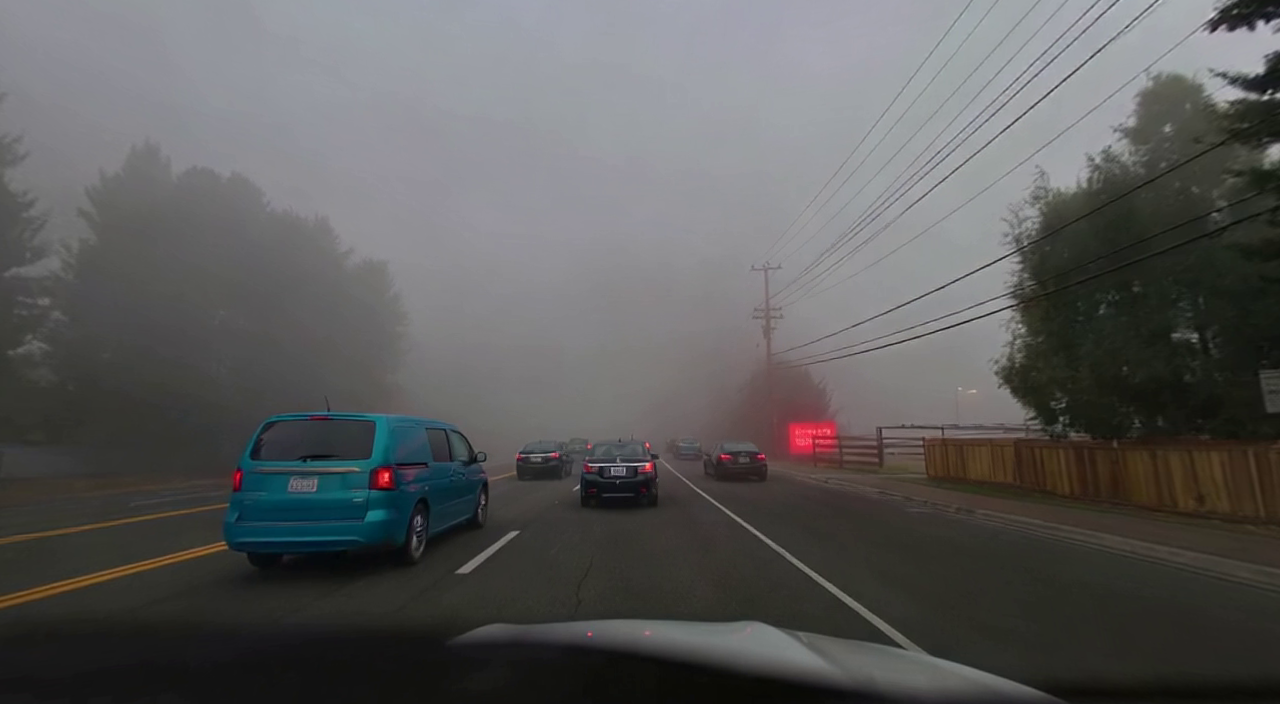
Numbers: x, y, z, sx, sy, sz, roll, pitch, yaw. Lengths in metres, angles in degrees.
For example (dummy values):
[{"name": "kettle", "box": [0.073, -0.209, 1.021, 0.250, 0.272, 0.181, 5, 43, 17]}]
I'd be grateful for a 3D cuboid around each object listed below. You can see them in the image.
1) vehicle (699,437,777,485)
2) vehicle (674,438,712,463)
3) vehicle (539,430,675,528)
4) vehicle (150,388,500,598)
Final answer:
[{"name": "vehicle", "box": [3.273, 3.750, 22.008, 1.878, 1.479, 4.461, 0, -9, -1]}, {"name": "vehicle", "box": [3.230, 6.152, 39.514, 1.841, 1.456, 4.237, 0, -9, -2]}, {"name": "vehicle", "box": [-0.559, 2.262, 11.767, 2.097, 1.511, 3.809, 0, -9, -1]}, {"name": "vehicle", "box": [-3.309, 1.595, 8.030, 2.092, 1.839, 4.736, 0, -9, -2]}]
